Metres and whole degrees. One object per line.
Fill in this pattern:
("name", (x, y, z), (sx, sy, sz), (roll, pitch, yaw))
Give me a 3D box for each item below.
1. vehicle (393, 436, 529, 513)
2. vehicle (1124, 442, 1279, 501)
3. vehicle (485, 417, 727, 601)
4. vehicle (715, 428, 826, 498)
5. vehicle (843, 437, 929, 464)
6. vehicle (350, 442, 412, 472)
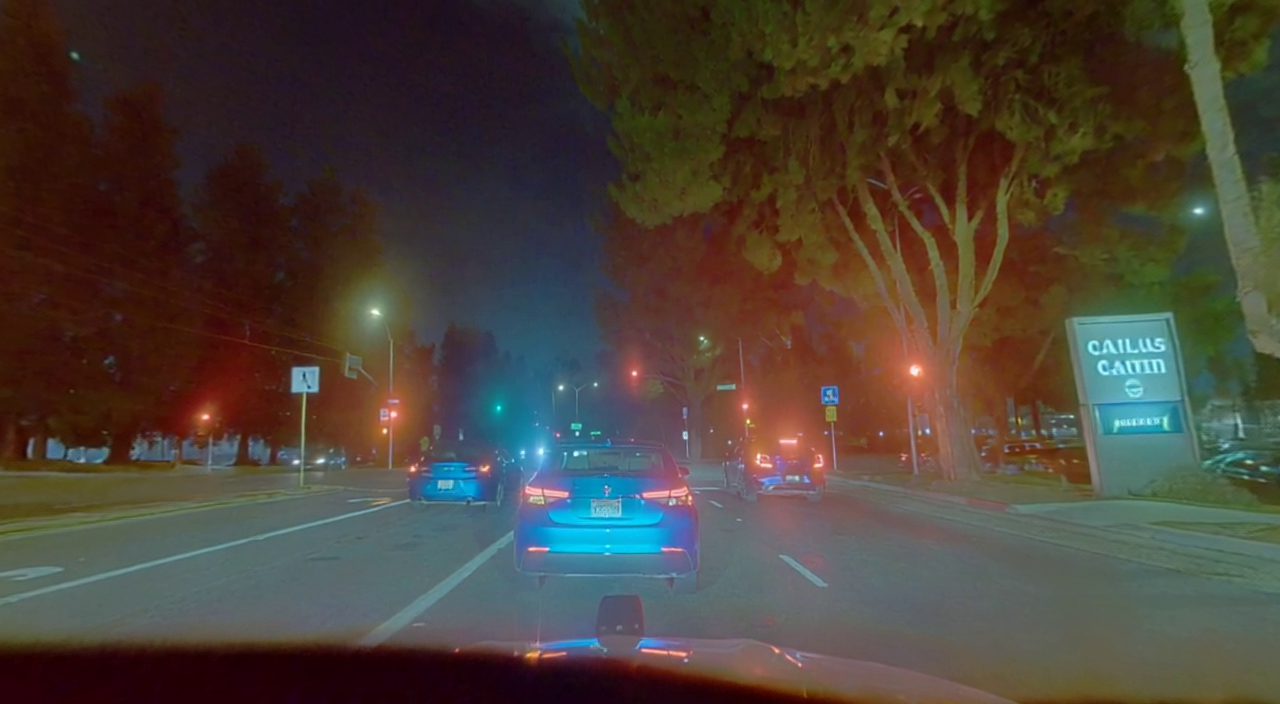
("vehicle", (-3.769, 2.629, 14.065), (1.998, 1.452, 3.773), (0, -8, -1))
("vehicle", (15.189, 3.029, 16.266), (3.951, 1.418, 1.842), (0, -8, -3))
("vehicle", (-0.354, 1.643, 7.524), (2.045, 1.533, 4.183), (0, -8, -2))
("vehicle", (3.428, 3.007, 17.504), (2.028, 1.678, 4.220), (0, -8, -2))
("vehicle", (15.014, 6.018, 38.651), (4.419, 1.619, 1.894), (1, -9, -8))
("vehicle", (-16.614, 6.749, 40.791), (2.101, 1.776, 4.550), (0, -8, -1))
